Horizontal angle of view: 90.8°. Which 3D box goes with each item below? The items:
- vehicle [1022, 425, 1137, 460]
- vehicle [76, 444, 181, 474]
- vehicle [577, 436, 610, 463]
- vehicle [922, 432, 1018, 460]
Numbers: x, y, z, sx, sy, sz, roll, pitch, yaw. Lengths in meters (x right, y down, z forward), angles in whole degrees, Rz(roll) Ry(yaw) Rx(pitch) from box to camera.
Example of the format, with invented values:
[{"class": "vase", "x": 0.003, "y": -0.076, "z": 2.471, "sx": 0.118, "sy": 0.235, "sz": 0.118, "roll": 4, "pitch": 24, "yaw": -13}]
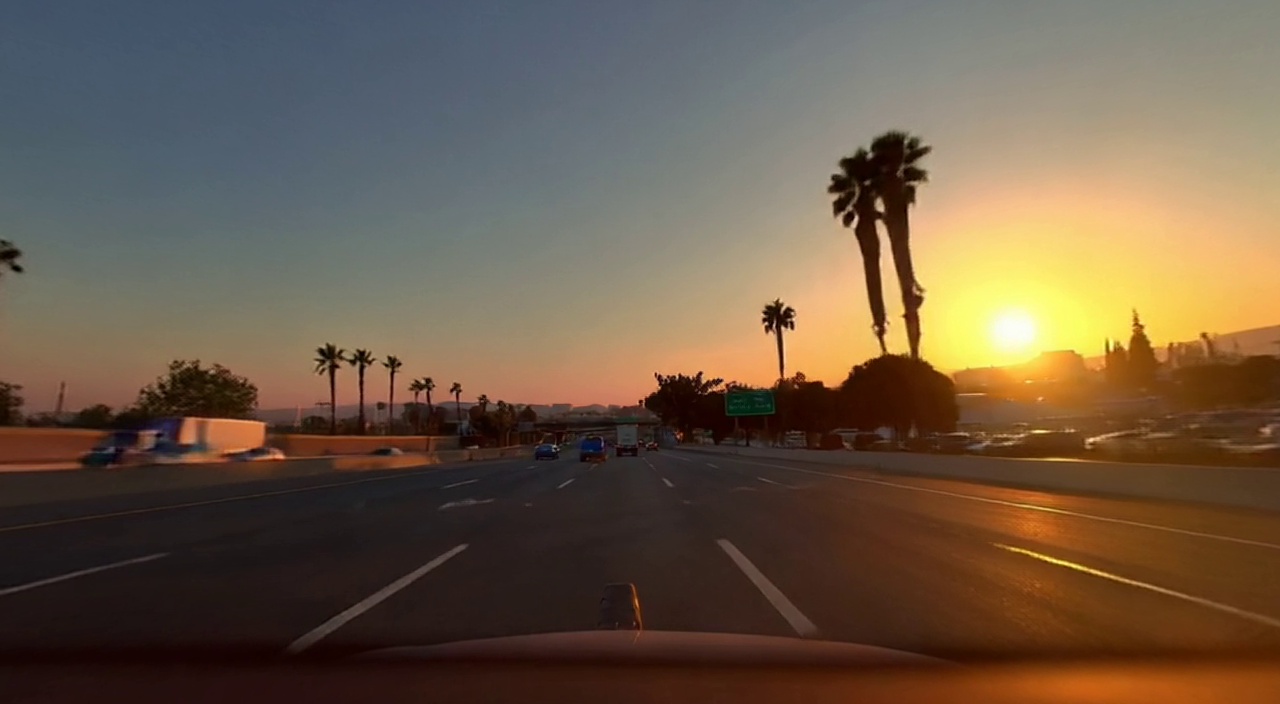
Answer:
[{"class": "vehicle", "x": 23.586, "y": 4.873, "z": 34.032, "sx": 4.675, "sy": 1.823, "sz": 2.059, "roll": 0, "pitch": -8, "yaw": -2}, {"class": "vehicle", "x": -29.615, "y": 6.213, "z": 36.845, "sx": 2.045, "sy": 1.597, "sz": 4.864, "roll": 0, "pitch": -9, "yaw": 0}, {"class": "vehicle", "x": -3.598, "y": 7.690, "z": 49.899, "sx": 2.390, "sy": 2.007, "sz": 4.901, "roll": 0, "pitch": -9, "yaw": -1}, {"class": "vehicle", "x": 22.720, "y": 6.489, "z": 43.646, "sx": 5.372, "sy": 1.852, "sz": 2.284, "roll": 0, "pitch": -8, "yaw": -1}]
